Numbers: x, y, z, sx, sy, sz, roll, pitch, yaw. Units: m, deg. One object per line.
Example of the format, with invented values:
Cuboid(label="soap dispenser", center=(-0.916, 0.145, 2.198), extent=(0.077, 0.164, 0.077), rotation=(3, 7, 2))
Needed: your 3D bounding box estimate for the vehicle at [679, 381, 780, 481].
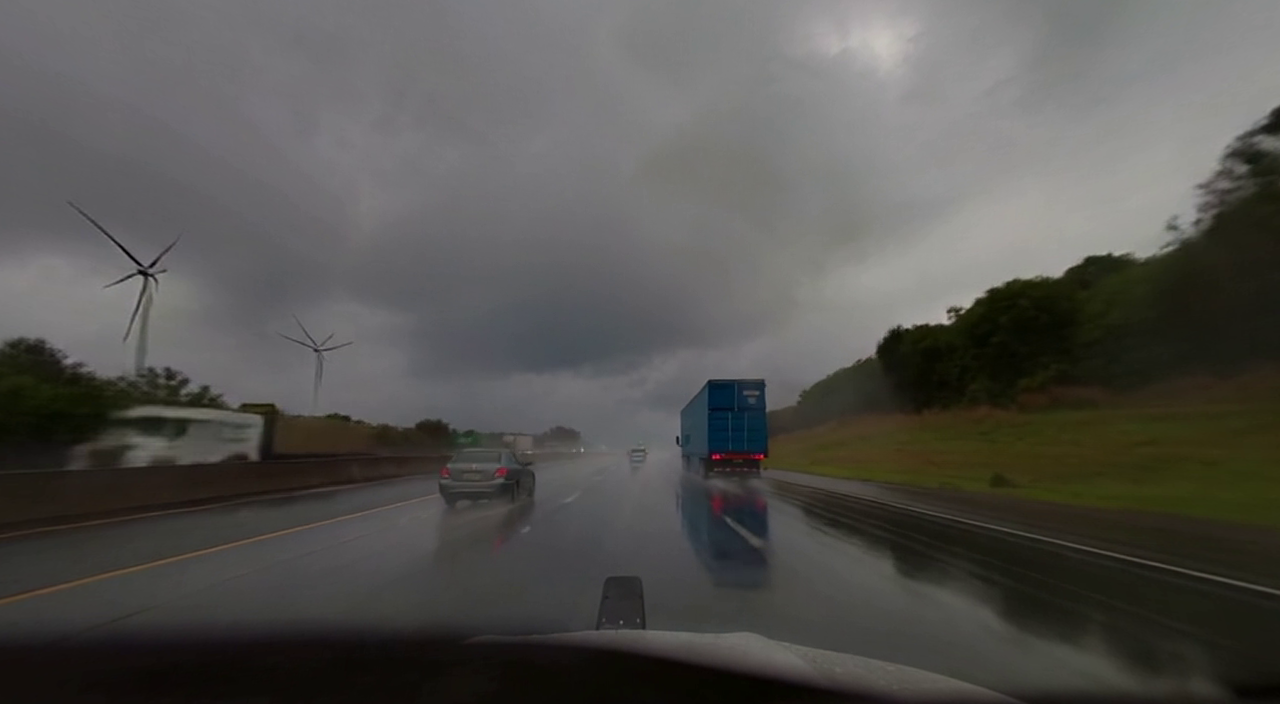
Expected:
Cuboid(label="vehicle", center=(3.999, 4.198, 32.179), extent=(2.947, 3.989, 13.568), rotation=(0, -9, -1))

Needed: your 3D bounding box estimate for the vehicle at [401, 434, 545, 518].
Cuboid(label="vehicle", center=(-3.371, 2.589, 13.631), extent=(1.952, 1.521, 4.095), rotation=(0, -9, 0))

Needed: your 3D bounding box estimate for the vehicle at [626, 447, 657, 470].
Cuboid(label="vehicle", center=(0.074, 7.037, 41.829), extent=(1.931, 1.453, 3.695), rotation=(0, -9, -1))
